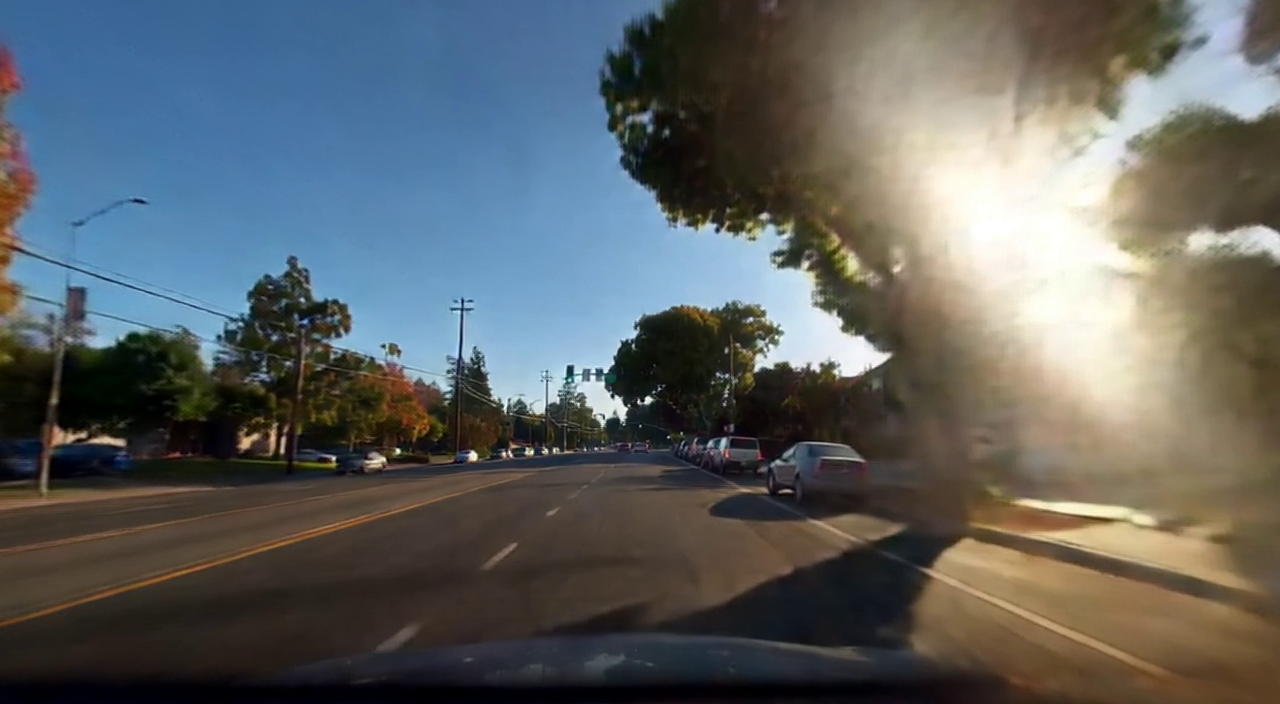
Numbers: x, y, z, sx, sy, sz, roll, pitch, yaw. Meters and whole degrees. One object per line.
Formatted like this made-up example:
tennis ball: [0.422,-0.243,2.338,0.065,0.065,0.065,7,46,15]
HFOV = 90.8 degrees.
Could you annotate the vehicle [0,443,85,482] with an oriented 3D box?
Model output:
vehicle: [-28.907,5.116,29.455,4.044,1.719,2.074,0,-9,1]

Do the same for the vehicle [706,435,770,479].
vehicle: [4.426,4.865,29.463,2.078,1.837,5.088,0,-9,-1]

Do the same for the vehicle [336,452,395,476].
vehicle: [-17.705,7.225,40.972,1.831,1.428,4.456,0,-9,0]

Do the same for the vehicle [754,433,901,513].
vehicle: [4.558,3.019,16.325,2.154,1.718,4.980,0,-9,-1]

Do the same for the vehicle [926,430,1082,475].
vehicle: [15.861,4.410,27.776,2.145,1.761,5.446,8,-12,-43]
